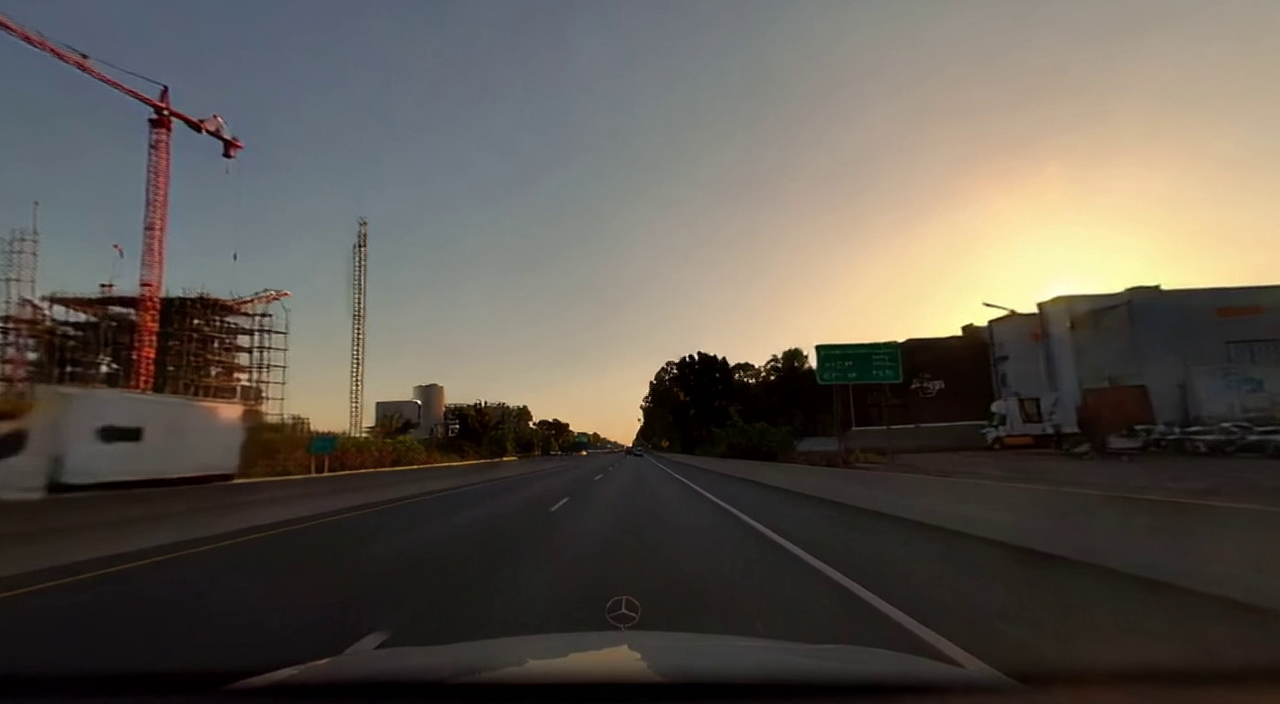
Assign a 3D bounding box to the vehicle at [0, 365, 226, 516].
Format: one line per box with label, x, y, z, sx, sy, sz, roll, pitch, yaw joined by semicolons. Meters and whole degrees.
vehicle;-16.308;2.561;17.954;2.917;3.480;8.865;0;-9;0
